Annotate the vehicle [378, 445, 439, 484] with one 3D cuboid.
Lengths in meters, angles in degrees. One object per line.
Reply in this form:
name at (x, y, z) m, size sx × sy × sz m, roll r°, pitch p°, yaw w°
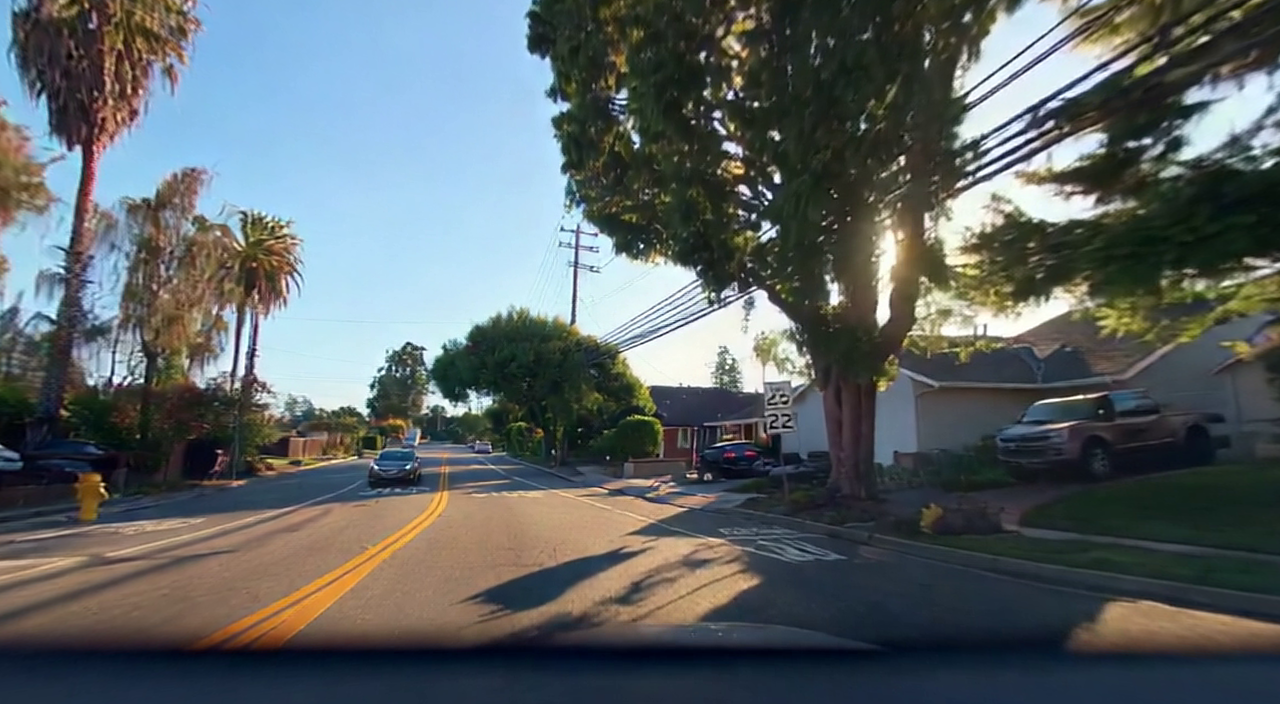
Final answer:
vehicle at (-9.819, 4.755, 27.114) m, size 2.061 × 1.510 × 4.457 m, roll 2°, pitch -9°, yaw -16°
